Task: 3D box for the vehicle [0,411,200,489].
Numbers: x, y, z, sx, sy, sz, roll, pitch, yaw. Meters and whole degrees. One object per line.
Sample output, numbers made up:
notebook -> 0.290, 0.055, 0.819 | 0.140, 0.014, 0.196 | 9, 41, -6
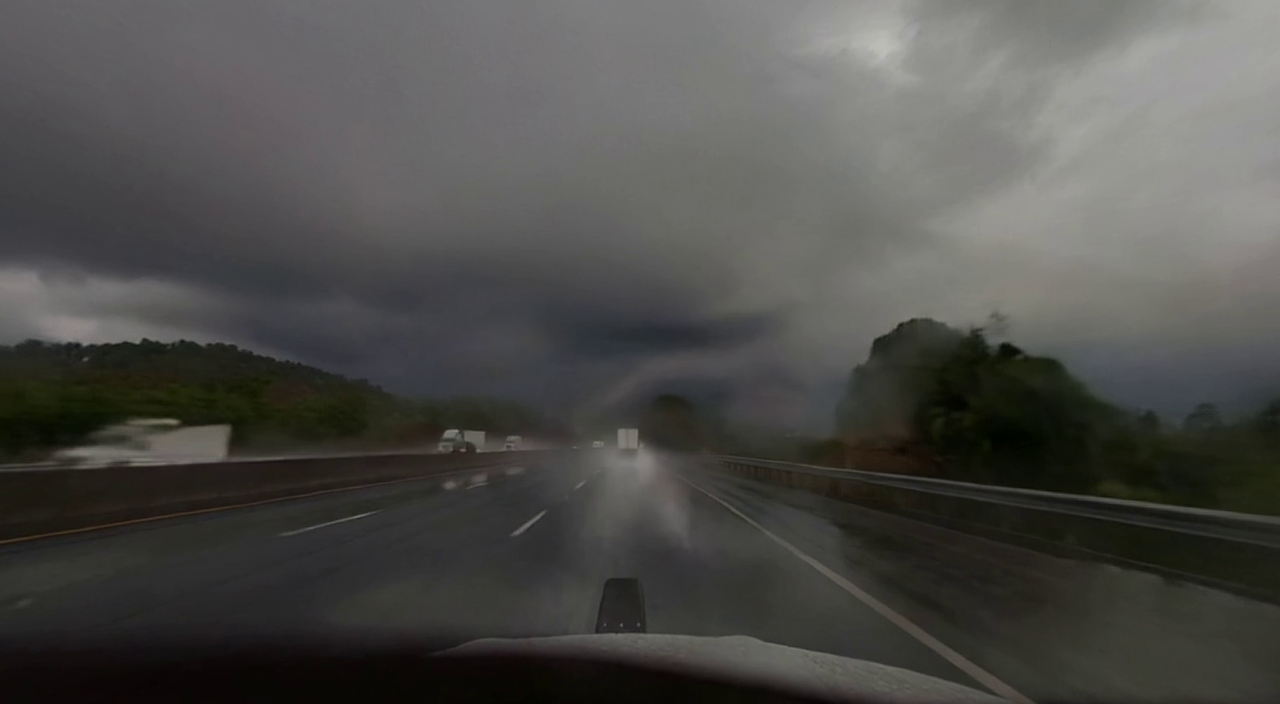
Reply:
vehicle -> -16.354, 2.966, 19.127 | 2.309, 2.024, 5.176 | 0, -9, -1
